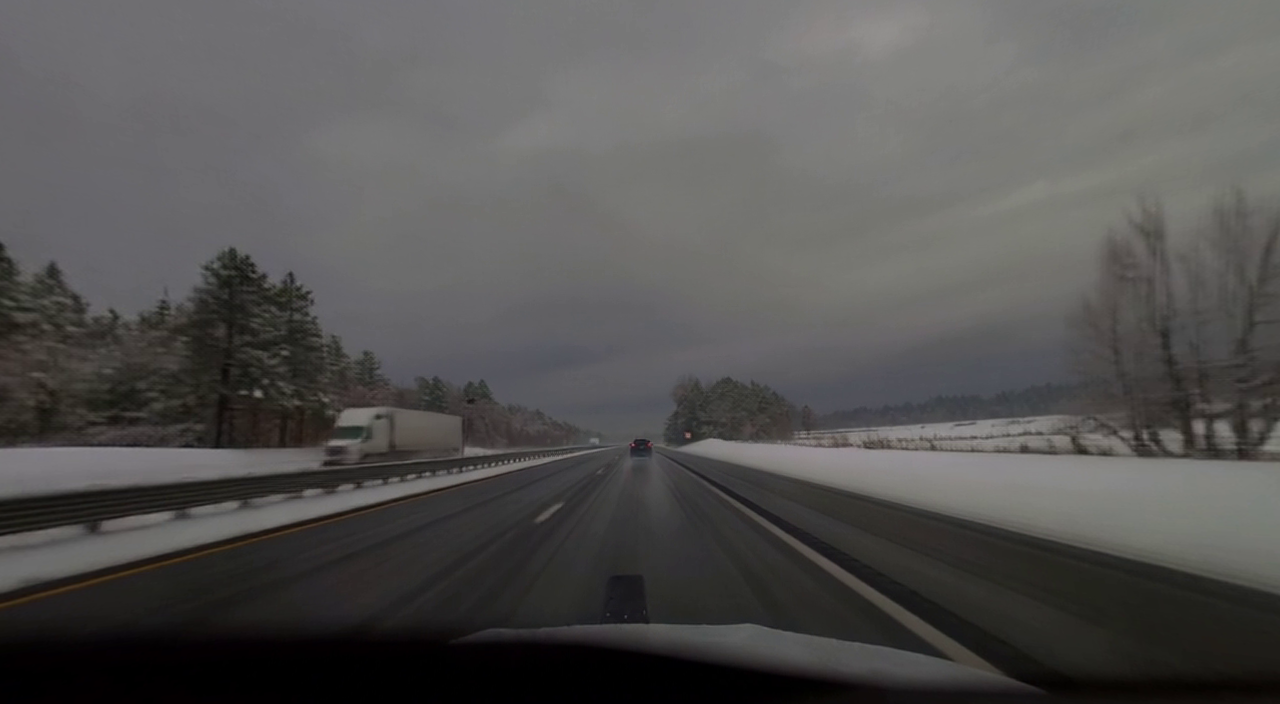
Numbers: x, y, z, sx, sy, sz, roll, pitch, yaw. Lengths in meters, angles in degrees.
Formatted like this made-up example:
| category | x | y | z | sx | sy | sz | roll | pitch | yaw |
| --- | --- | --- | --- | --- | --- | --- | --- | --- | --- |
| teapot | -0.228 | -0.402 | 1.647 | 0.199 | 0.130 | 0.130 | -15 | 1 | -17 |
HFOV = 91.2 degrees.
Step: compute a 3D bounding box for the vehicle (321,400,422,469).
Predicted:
| category | x | y | z | sx | sy | sz | roll | pitch | yaw |
| --- | --- | --- | --- | --- | --- | --- | --- | --- | --- |
| vehicle | -16.479 | 5.190 | 39.250 | 2.976 | 3.855 | 7.457 | 0 | -8 | 0 |
